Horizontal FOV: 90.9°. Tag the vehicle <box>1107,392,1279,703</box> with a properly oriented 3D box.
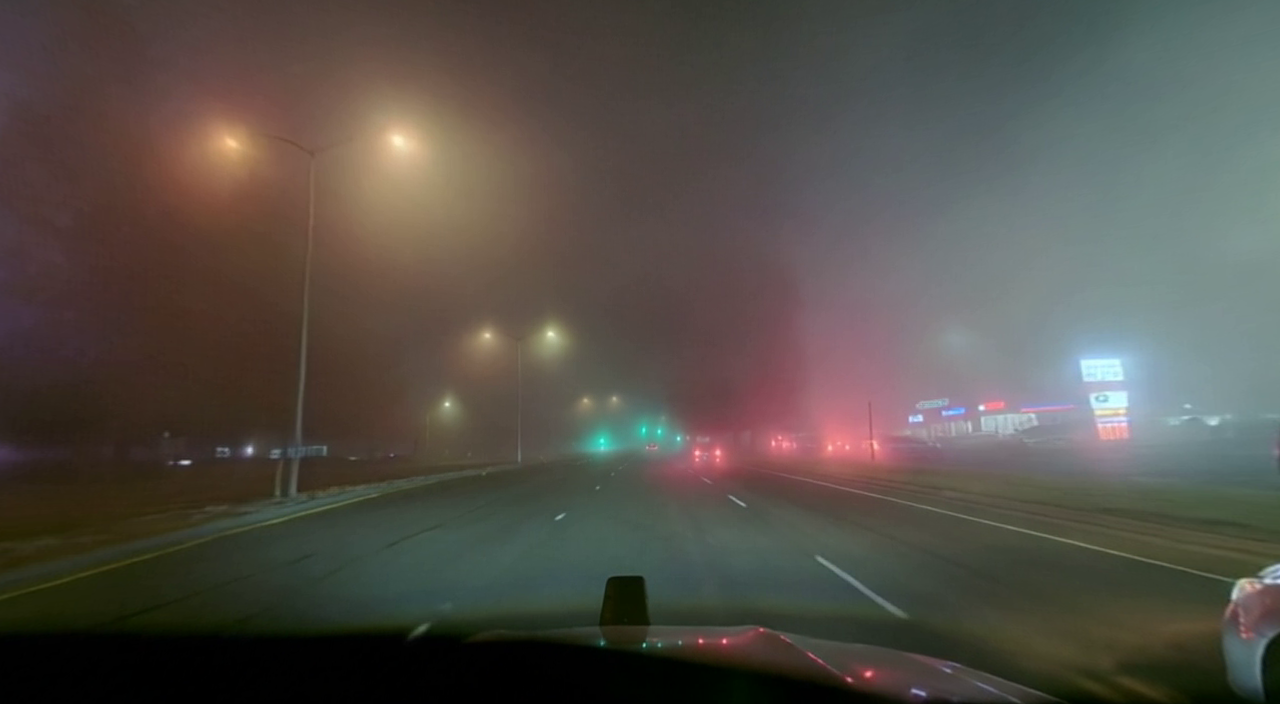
[{"bbox_3d":[3.567,0.710,1.050,1.995,1.528,4.732,0,-8,1],"label":"vehicle"}]

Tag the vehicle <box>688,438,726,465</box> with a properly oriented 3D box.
[{"bbox_3d":[4.376,6.603,41.949,2.007,1.683,4.171,0,-8,-1],"label":"vehicle"}]

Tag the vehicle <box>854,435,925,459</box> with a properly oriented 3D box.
[{"bbox_3d":[18.312,6.964,46.405,4.386,1.701,2.121,-1,-8,3],"label":"vehicle"}]
